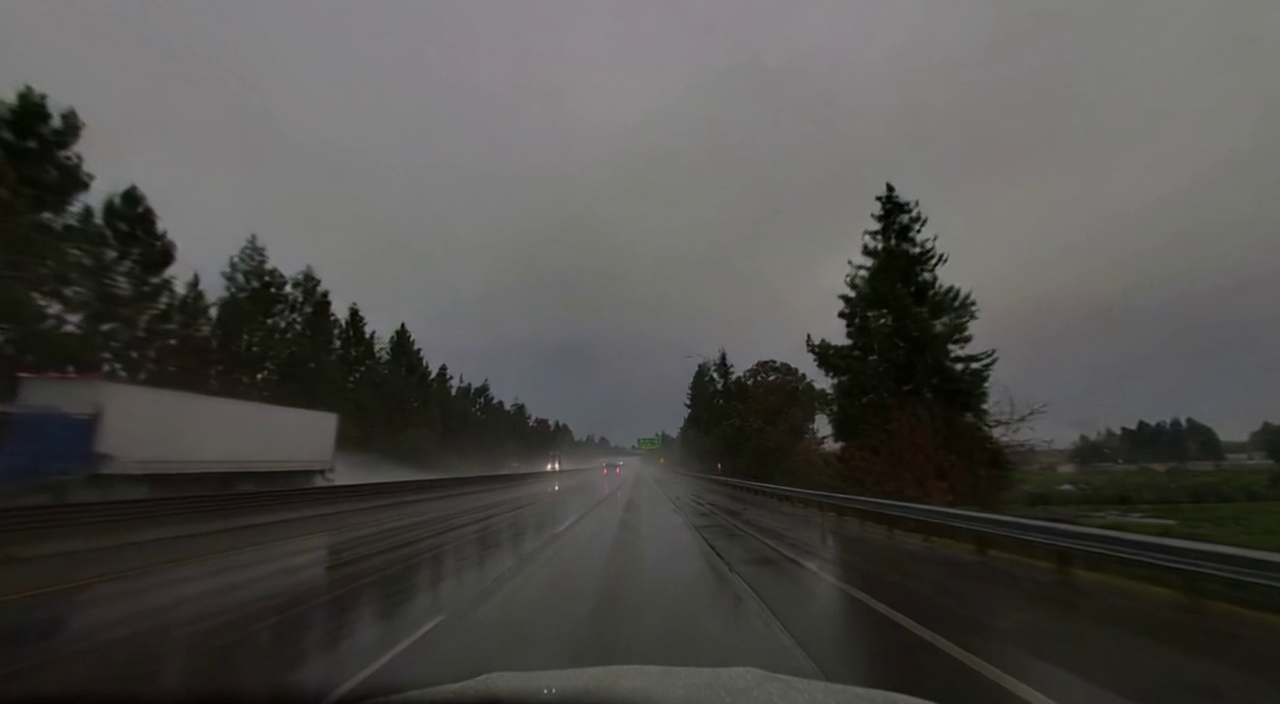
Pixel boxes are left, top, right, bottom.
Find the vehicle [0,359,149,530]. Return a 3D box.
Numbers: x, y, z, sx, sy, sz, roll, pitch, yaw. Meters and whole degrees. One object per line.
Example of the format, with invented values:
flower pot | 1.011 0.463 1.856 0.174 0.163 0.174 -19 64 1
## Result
vehicle | -16.486 2.370 15.913 2.919 3.961 5.998 1 -10 1
